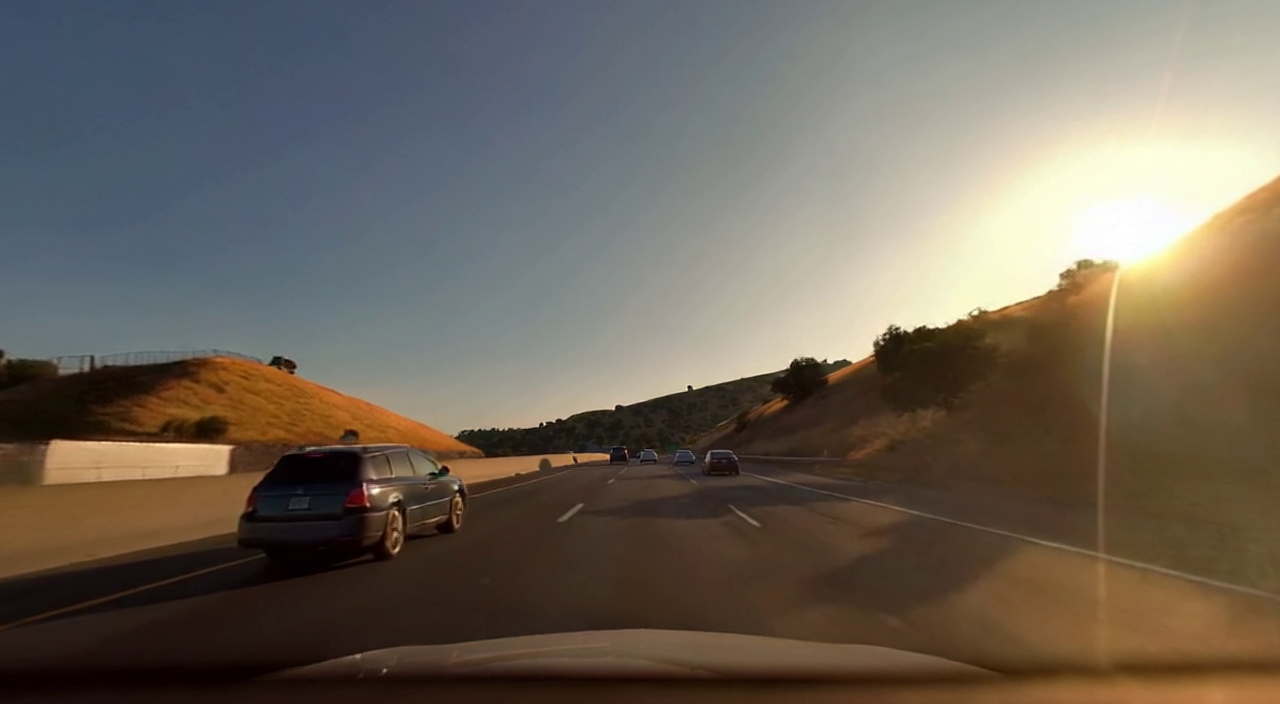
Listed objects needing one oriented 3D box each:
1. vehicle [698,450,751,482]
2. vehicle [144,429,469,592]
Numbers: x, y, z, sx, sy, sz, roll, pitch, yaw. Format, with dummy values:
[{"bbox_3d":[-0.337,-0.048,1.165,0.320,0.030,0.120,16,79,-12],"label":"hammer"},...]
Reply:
[{"bbox_3d":[3.933,5.357,29.942,1.976,1.352,3.602,0,-8,-1],"label":"vehicle"},{"bbox_3d":[-3.714,1.795,8.014,1.910,1.521,3.930,0,-8,1],"label":"vehicle"}]
